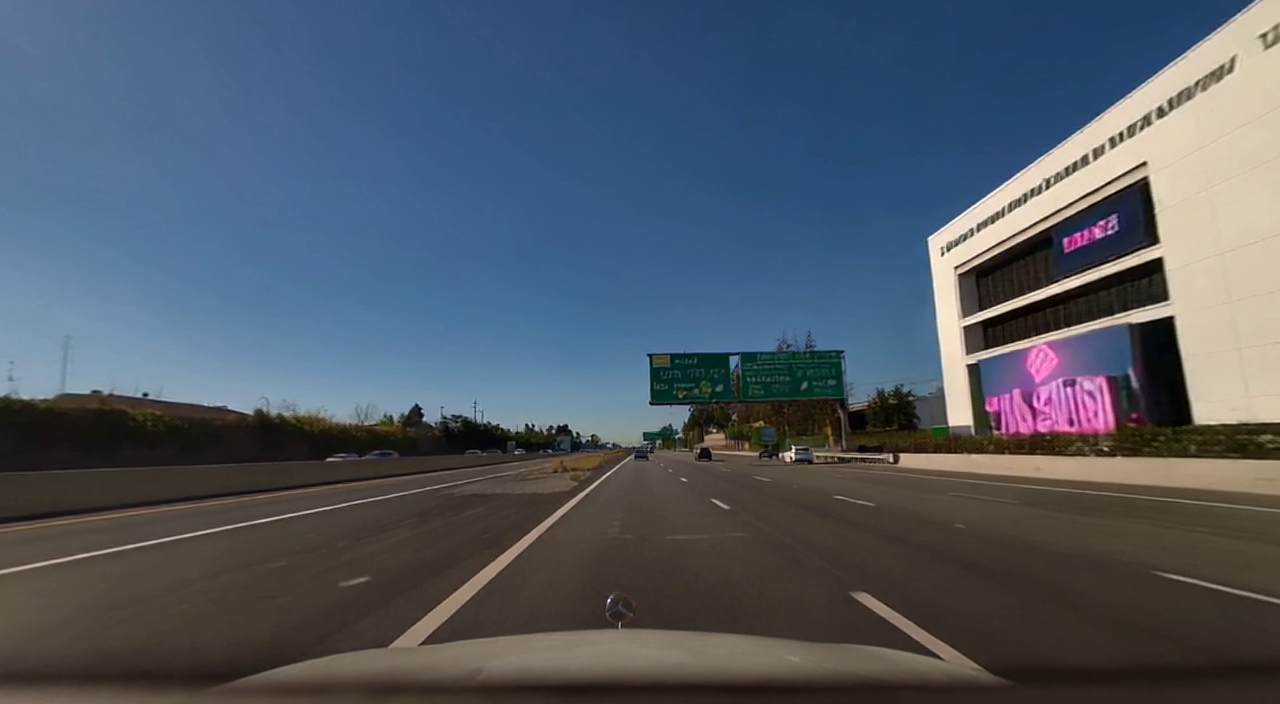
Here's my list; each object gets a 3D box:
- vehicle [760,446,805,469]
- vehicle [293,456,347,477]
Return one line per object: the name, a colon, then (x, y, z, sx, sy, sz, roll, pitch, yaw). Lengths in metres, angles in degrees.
vehicle: (9.901, 7.339, 44.230, 1.953, 1.473, 4.512, 0, -8, -3)
vehicle: (-25.235, 9.047, 49.987, 1.899, 1.473, 4.724, 0, -9, -1)
